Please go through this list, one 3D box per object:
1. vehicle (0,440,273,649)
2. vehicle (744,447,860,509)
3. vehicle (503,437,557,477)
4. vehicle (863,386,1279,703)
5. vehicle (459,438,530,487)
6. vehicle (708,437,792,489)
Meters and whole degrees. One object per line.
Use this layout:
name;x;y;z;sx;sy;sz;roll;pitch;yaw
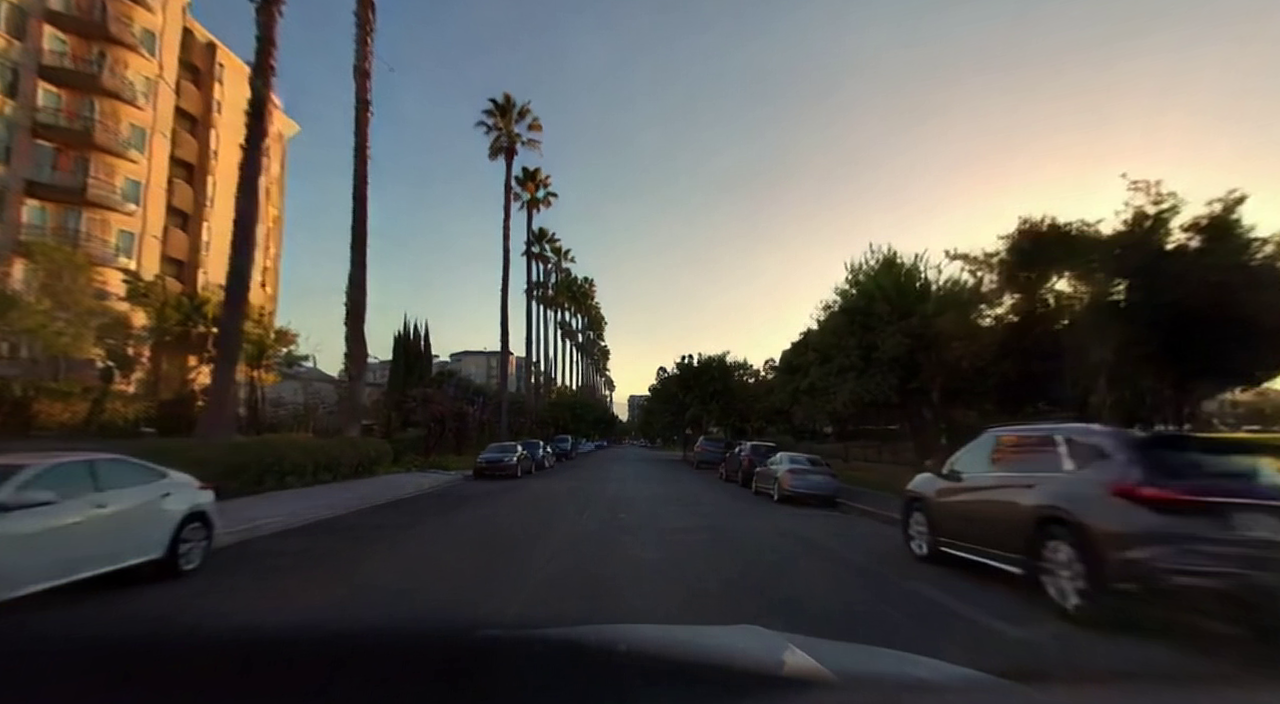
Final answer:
vehicle;-5.717;1.593;5.845;1.949;1.512;4.783;0;-9;-3
vehicle;4.283;3.373;17.527;1.909;1.449;4.513;0;-8;-2
vehicle;-5.630;5.407;32.871;2.087;1.896;4.554;0;-8;-2
vehicle;4.167;1.452;5.981;2.089;1.783;5.138;0;-8;-2
vehicle;-5.874;4.482;26.078;1.947;1.806;4.413;1;-8;-1
vehicle;4.071;4.190;24.278;2.201;1.787;5.007;0;-8;-1
